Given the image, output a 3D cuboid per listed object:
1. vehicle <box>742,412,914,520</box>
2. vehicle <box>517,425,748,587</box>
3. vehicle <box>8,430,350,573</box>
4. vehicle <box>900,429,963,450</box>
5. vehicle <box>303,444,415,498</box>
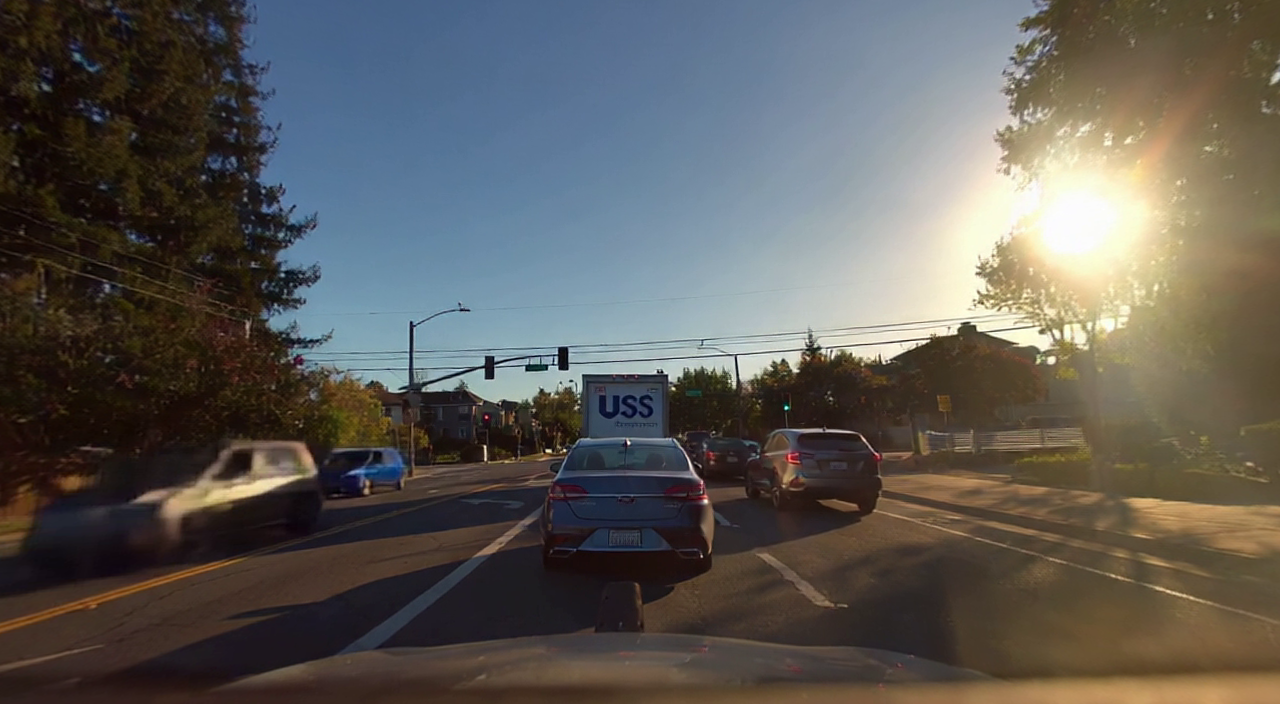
[{"bbox_3d":[3.598,2.295,13.191,2.145,1.847,4.524,0,-8,-1],"label":"vehicle"},{"bbox_3d":[-0.126,1.738,8.033,2.135,1.483,4.207,0,-8,-2],"label":"vehicle"},{"bbox_3d":[-6.351,2.053,9.505,1.962,1.640,4.161,0,-8,0],"label":"vehicle"},{"bbox_3d":[21.401,6.465,46.437,3.880,1.447,1.778,2,-9,-15],"label":"vehicle"},{"bbox_3d":[-9.732,4.110,22.324,1.857,1.682,4.393,0,-8,0],"label":"vehicle"}]
